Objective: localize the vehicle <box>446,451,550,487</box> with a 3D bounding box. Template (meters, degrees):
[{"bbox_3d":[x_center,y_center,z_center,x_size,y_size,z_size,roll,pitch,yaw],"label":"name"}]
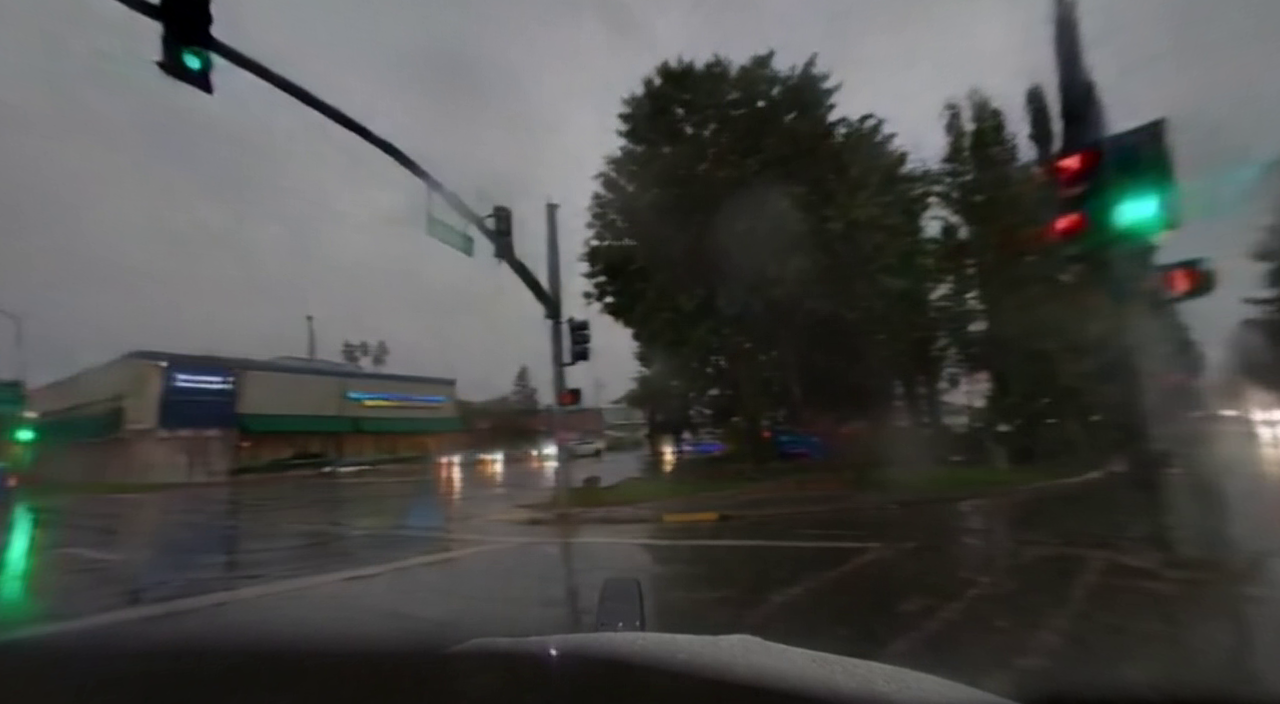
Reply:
[{"bbox_3d":[-6.447,5.330,29.158,2.085,1.398,4.355,-6,-10,36],"label":"vehicle"}]

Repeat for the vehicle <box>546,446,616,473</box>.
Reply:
[{"bbox_3d":[-3.529,6.503,38.593,1.997,1.459,4.199,-6,-10,36],"label":"vehicle"}]

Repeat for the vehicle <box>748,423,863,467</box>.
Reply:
[{"bbox_3d":[6.995,3.960,27.065,2.068,1.569,4.286,0,-6,-37],"label":"vehicle"}]

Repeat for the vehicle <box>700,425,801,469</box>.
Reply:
[{"bbox_3d":[4.026,3.591,23.533,1.893,1.489,3.430,6,-12,-29],"label":"vehicle"}]

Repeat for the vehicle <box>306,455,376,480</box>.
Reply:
[{"bbox_3d":[-20.151,7.719,42.491,4.936,1.481,2.046,-6,-10,35],"label":"vehicle"}]

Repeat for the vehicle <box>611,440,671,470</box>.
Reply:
[{"bbox_3d":[0.116,7.134,44.060,1.867,1.433,4.377,6,0,36],"label":"vehicle"}]

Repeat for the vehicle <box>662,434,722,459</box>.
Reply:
[{"bbox_3d":[3.541,6.385,42.496,1.992,1.533,4.178,-7,-13,39],"label":"vehicle"}]
